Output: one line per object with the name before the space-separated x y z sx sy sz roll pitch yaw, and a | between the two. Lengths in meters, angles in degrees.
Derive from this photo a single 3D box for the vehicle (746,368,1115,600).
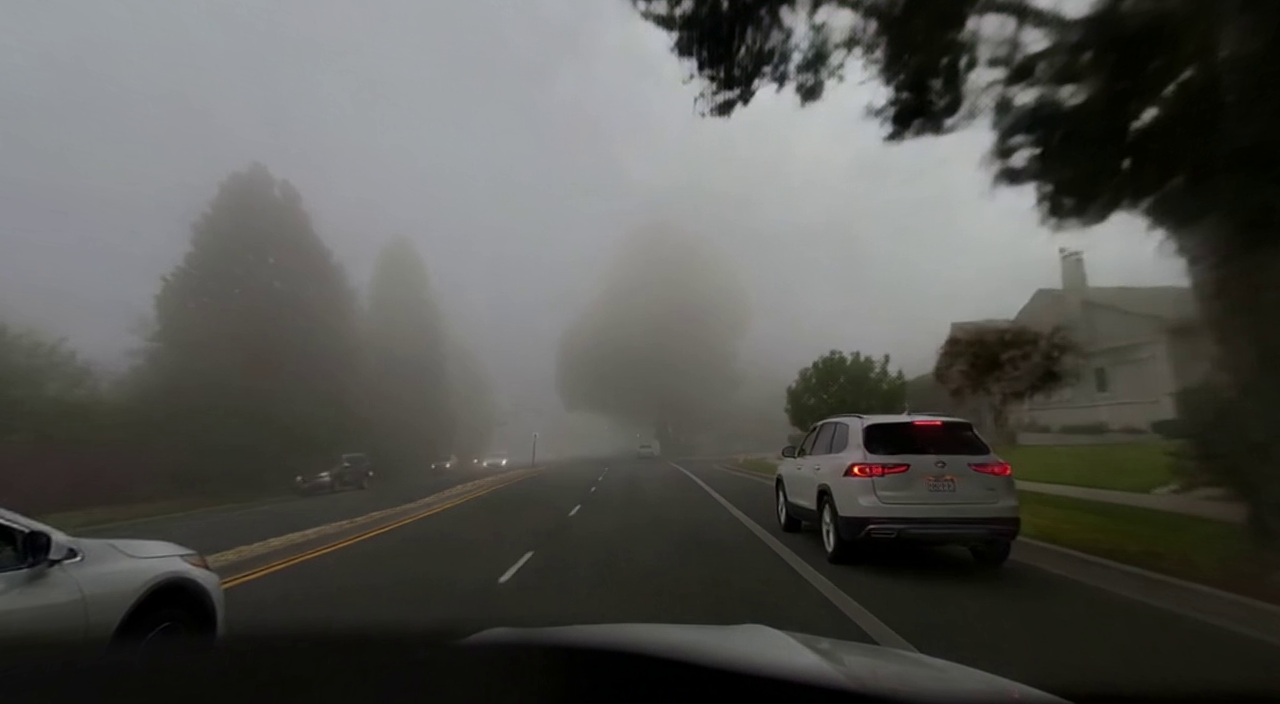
vehicle | 3.072 1.594 8.523 2.338 2.063 5.592 -1 -9 1

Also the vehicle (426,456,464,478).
vehicle | -14.968 8.824 48.523 1.839 1.496 4.338 0 -9 -4

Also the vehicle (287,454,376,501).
vehicle | -13.303 5.391 27.491 1.931 1.788 4.224 0 -9 -4

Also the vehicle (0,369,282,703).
vehicle | -3.378 0.831 1.778 2.058 1.659 4.514 -1 -9 0
